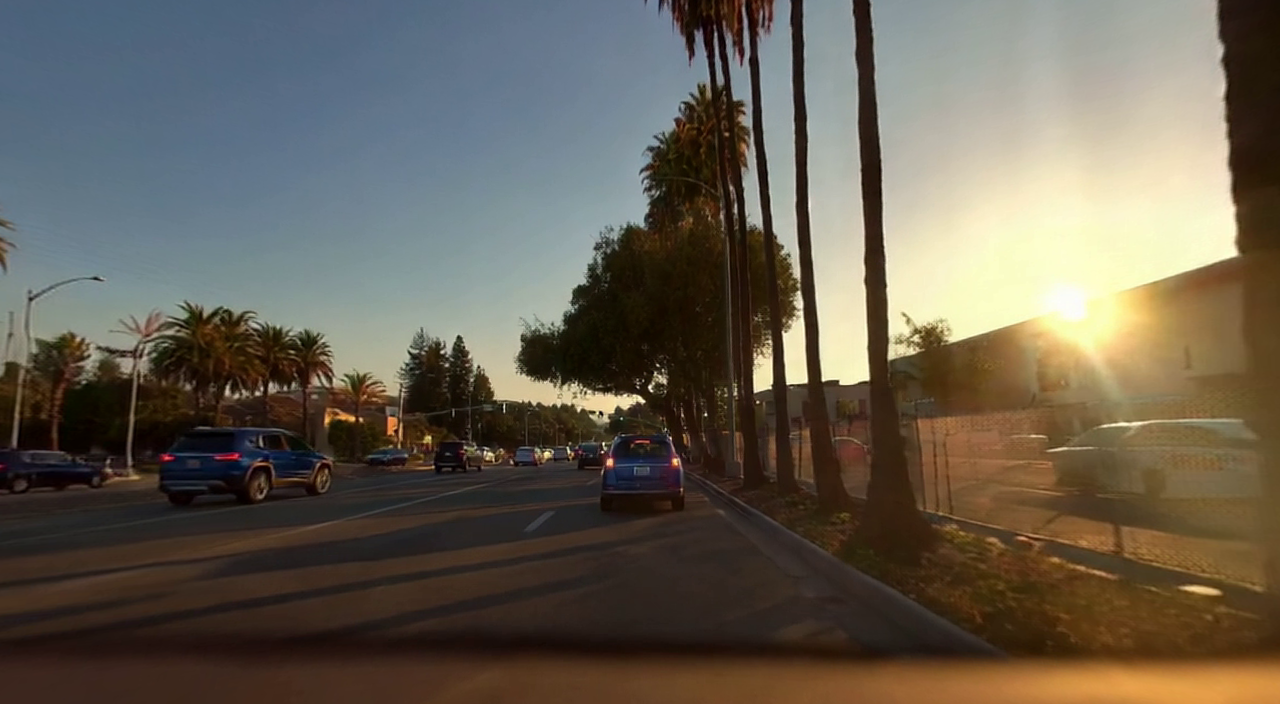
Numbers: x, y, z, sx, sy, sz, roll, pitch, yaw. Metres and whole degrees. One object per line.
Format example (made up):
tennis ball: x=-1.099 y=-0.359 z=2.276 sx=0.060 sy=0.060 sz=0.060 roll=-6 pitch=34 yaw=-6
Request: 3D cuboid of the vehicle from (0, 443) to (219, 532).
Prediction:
vehicle: x=-10.021 y=2.409 z=11.684 sx=1.924 sy=1.384 sz=3.426 roll=0 pitch=-9 yaw=1

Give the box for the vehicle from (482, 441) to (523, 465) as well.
vehicle: x=-10.475 y=7.752 z=48.181 sx=1.998 sy=1.731 sz=4.952 roll=0 pitch=-9 yaw=0

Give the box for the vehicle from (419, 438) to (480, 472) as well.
vehicle: x=-10.579 y=5.746 z=35.190 sx=1.965 sy=1.743 sz=4.327 roll=0 pitch=-9 yaw=1

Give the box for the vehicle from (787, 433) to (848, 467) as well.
vehicle: x=8.240 y=4.497 z=28.931 sx=1.837 sy=1.416 sz=3.947 roll=-4 pitch=-10 yaw=27

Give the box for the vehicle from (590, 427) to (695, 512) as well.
vehicle: x=0.076 y=2.680 z=14.719 sx=2.121 sy=1.710 sz=3.893 roll=0 pitch=-9 yaw=1

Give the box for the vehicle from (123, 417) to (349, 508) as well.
vehicle: x=-9.990 y=2.793 z=16.295 sx=2.269 sy=1.934 sz=5.350 roll=0 pitch=-9 yaw=0

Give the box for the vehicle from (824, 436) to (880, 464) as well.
vehicle: x=12.049 y=5.565 z=35.885 sx=1.681 sy=1.503 sz=3.781 roll=0 pitch=-8 yaw=-3
